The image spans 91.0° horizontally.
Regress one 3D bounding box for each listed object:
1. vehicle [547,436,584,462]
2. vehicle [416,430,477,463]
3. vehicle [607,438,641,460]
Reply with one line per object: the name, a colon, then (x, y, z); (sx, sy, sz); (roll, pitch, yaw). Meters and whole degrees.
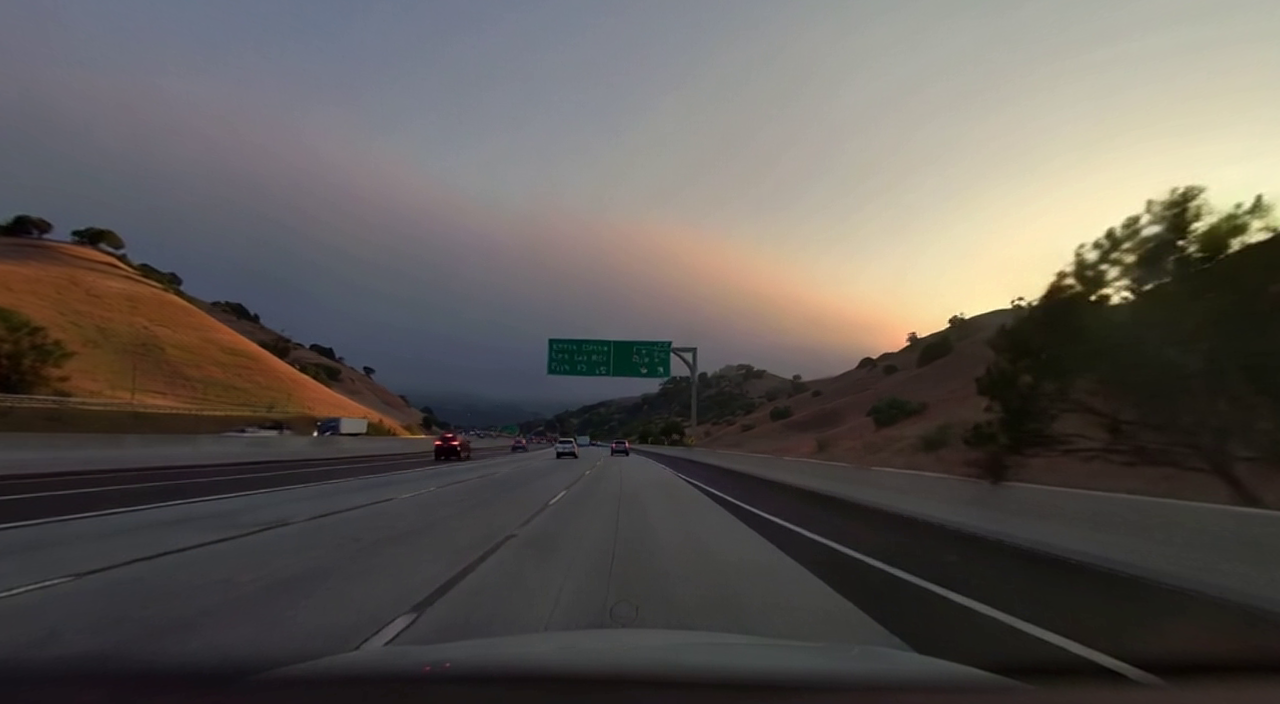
vehicle: (-4.931, 6.497, 42.124); (2.060, 1.631, 4.214); (0, -8, -1)
vehicle: (-11.951, 5.881, 39.253); (2.219, 1.923, 4.985); (0, -8, -1)
vehicle: (-1.191, 7.252, 47.245); (2.421, 1.594, 4.248); (0, -8, -2)
